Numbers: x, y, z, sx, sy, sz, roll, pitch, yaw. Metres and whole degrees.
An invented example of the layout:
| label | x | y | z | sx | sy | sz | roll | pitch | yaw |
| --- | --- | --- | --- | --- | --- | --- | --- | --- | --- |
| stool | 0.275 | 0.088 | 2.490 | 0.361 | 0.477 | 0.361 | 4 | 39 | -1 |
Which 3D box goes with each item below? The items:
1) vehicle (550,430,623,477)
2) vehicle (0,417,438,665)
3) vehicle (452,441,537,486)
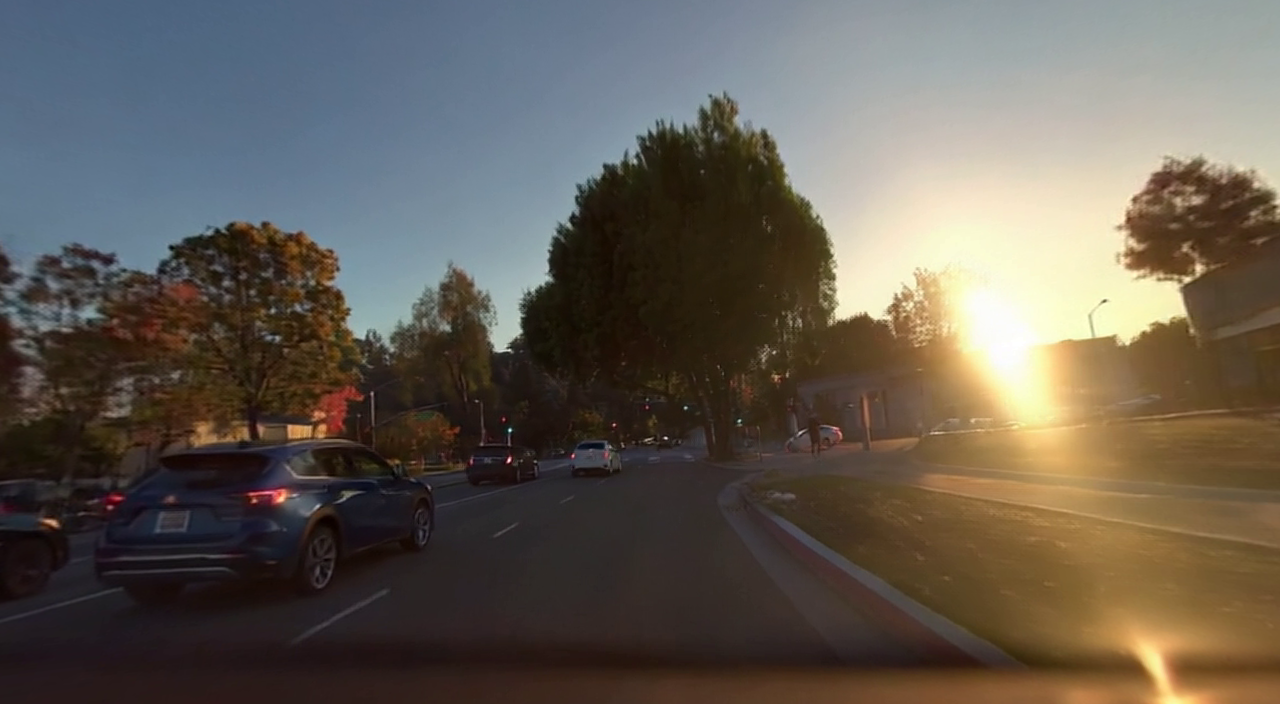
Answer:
| label | x | y | z | sx | sy | sz | roll | pitch | yaw |
| --- | --- | --- | --- | --- | --- | --- | --- | --- | --- |
| vehicle | -2.143 | 4.294 | 26.929 | 2.167 | 1.832 | 4.679 | -1 | -8 | 7 |
| vehicle | -3.892 | 1.614 | 6.616 | 2.002 | 1.664 | 4.113 | -4 | -7 | 3 |
| vehicle | -6.154 | 4.765 | 27.403 | 2.160 | 1.779 | 4.549 | -1 | -8 | 7 |
